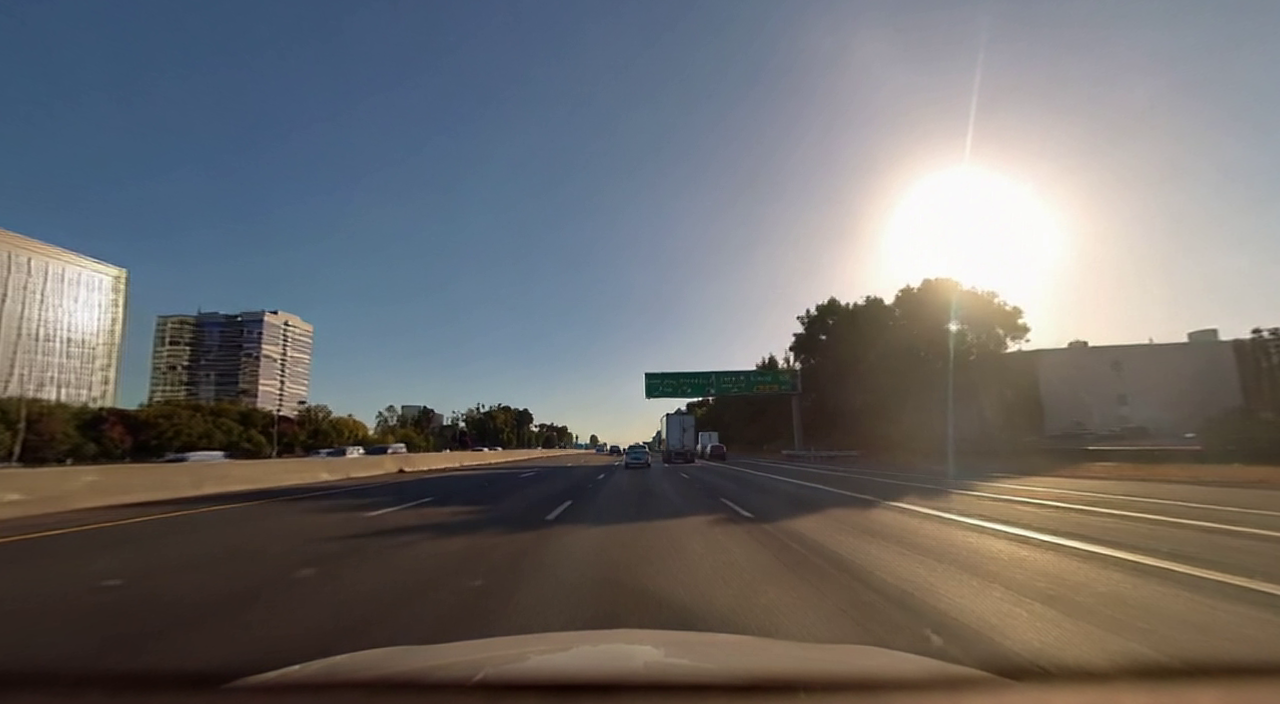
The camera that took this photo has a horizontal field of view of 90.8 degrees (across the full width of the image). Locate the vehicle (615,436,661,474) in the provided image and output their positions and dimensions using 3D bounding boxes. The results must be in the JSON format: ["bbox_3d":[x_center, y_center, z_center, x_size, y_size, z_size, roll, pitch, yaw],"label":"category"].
[{"bbox_3d":[-0.135,5.532,34.107,2.297,1.912,4.355,0,-9,-1],"label":"vehicle"}]

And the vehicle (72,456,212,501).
[{"bbox_3d":[-18.059,4.566,23.198,1.790,1.443,4.106,0,-9,0],"label":"vehicle"}]

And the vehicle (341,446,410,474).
[{"bbox_3d":[-18.076,7.370,43.475,2.226,1.790,5.699,0,-9,1],"label":"vehicle"}]
